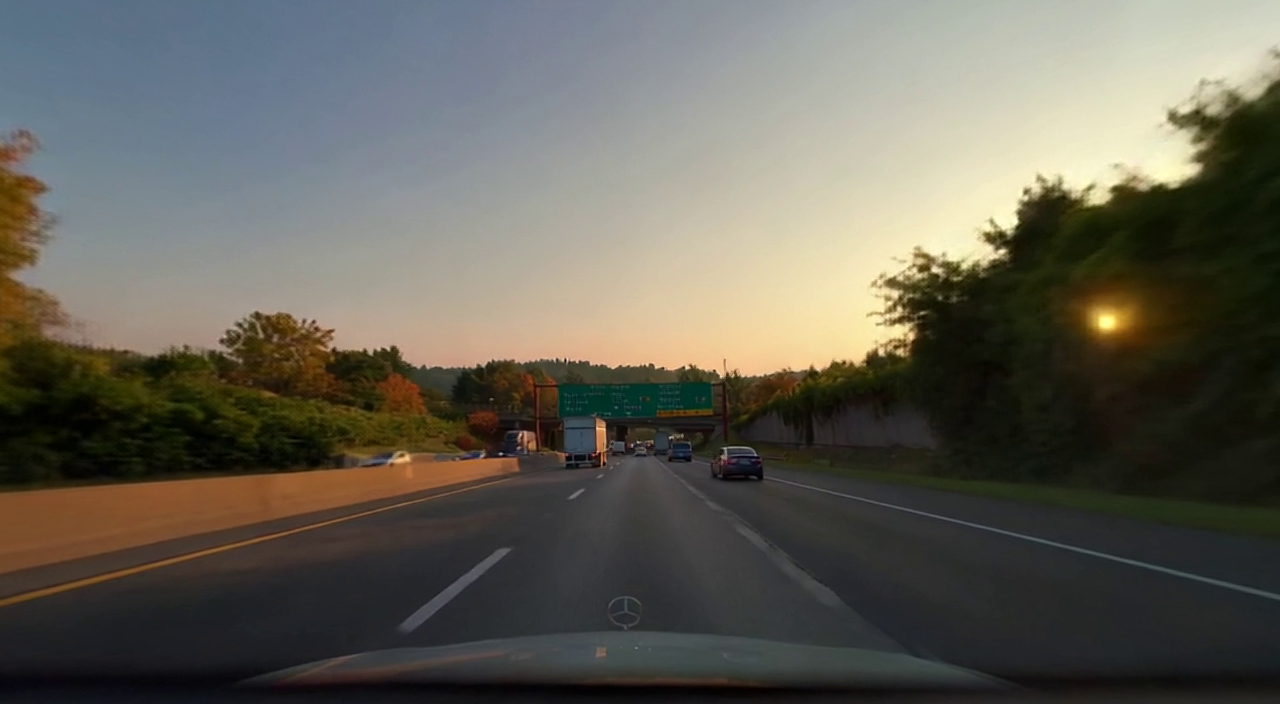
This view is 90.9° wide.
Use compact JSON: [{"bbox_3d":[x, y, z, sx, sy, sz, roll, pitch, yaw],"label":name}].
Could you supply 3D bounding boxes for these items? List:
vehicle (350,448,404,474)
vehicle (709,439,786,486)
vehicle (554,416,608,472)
[{"bbox_3d":[-19.264,7.983,46.379,1.935,1.800,4.470,0,-9,0],"label":"vehicle"},{"bbox_3d":[3.765,3.962,22.827,1.983,1.545,4.038,0,-9,-1],"label":"vehicle"},{"bbox_3d":[-3.617,5.898,40.222,2.667,3.195,6.731,0,-9,1],"label":"vehicle"}]
